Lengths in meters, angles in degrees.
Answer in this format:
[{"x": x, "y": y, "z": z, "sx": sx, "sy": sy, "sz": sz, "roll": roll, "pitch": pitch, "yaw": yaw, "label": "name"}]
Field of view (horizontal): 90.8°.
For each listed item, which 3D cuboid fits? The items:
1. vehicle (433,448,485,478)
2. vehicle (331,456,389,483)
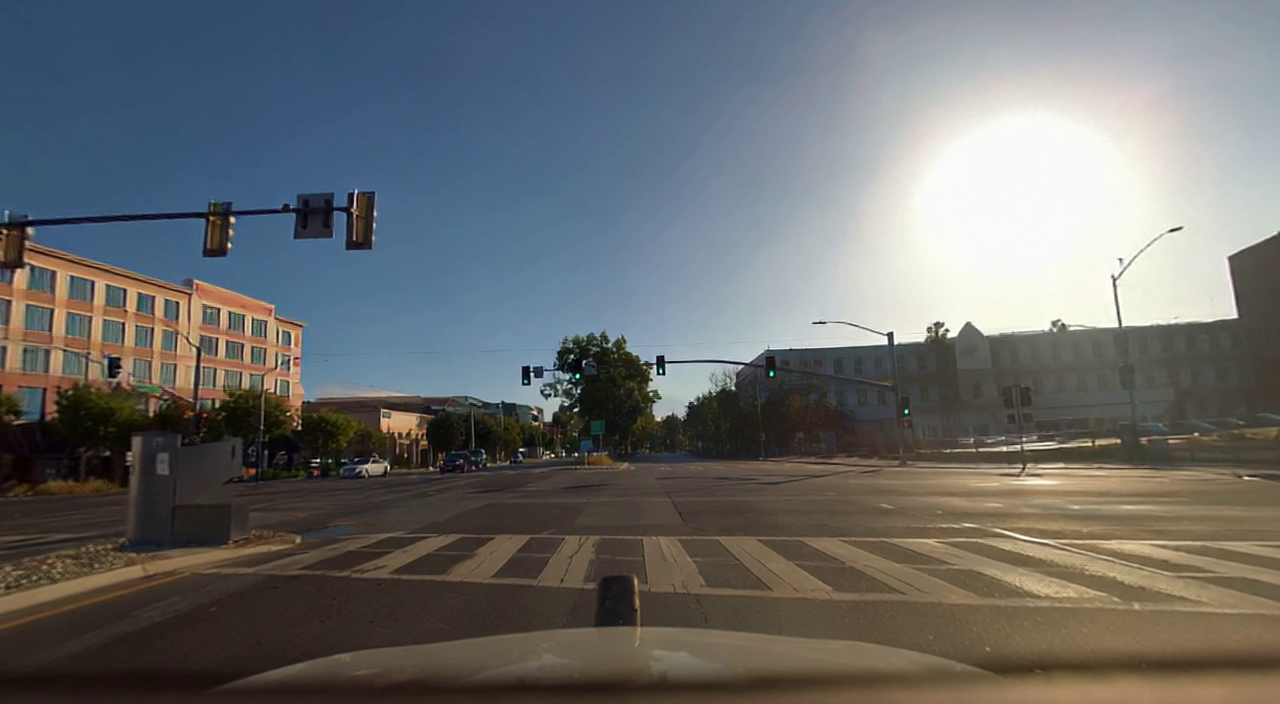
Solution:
[{"x": -12.218, "y": 7.490, "z": 42.964, "sx": 2.151, "sy": 1.847, "sz": 4.634, "roll": 0, "pitch": -9, "yaw": 1, "label": "vehicle"}, {"x": -18.857, "y": 7.887, "z": 42.780, "sx": 1.933, "sy": 1.664, "sz": 4.255, "roll": 0, "pitch": -9, "yaw": 1, "label": "vehicle"}]
